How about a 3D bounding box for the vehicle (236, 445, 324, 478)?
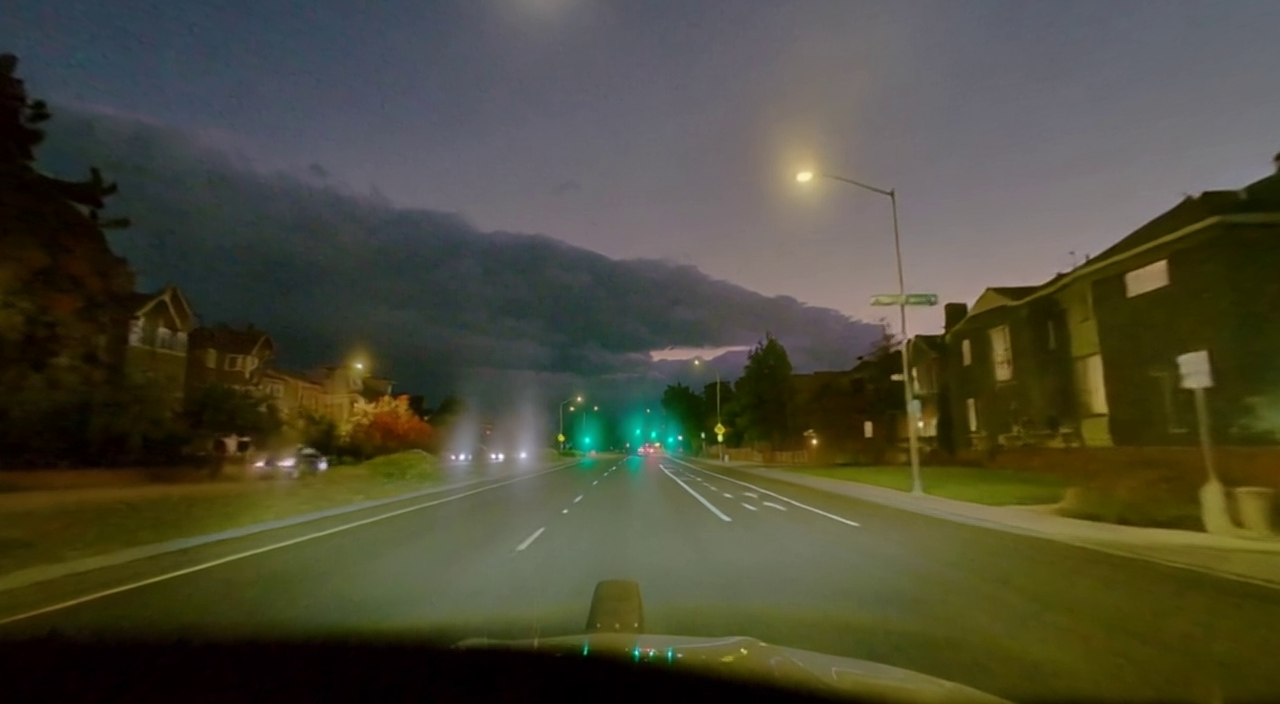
[{"bbox_3d":[-19.928,6.062,35.264,2.166,1.720,4.629,0,-8,0],"label":"vehicle"}]
